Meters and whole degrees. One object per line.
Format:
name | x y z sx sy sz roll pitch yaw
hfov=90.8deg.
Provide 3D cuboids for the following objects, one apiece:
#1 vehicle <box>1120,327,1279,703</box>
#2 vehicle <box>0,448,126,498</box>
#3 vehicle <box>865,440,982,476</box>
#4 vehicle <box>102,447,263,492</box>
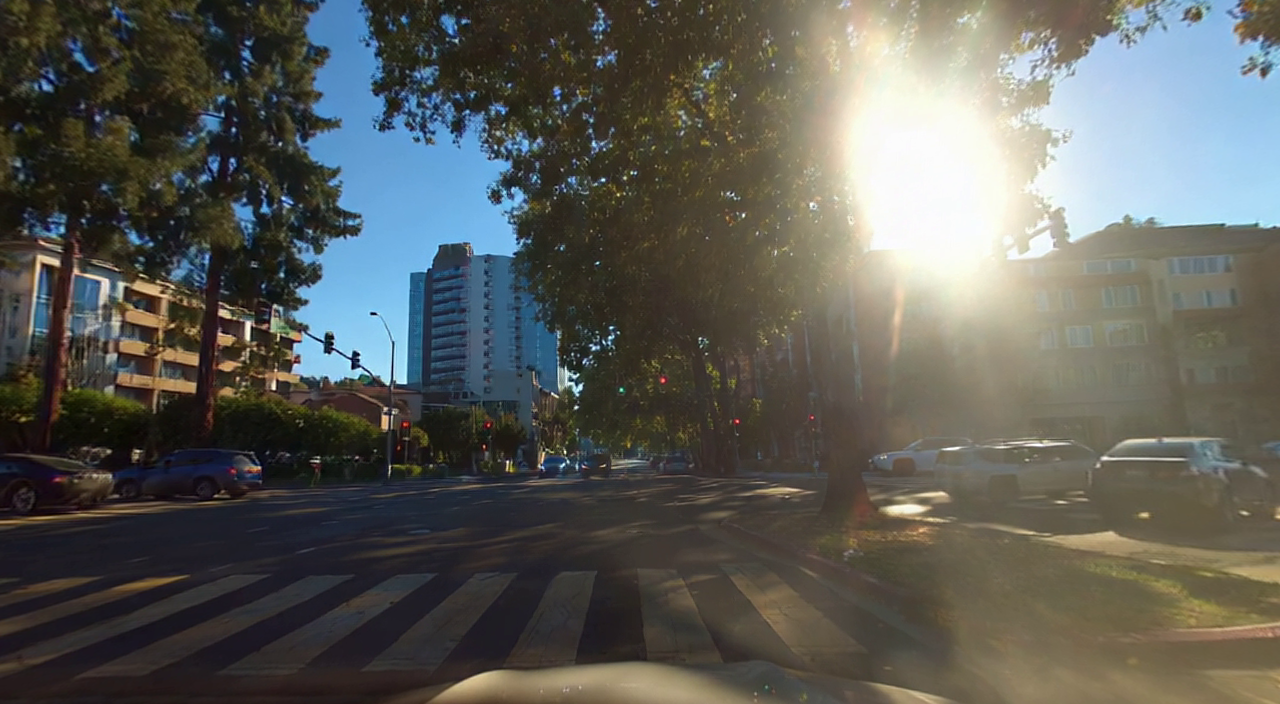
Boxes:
vehicle | 3.171 0.521 0.451 2.227 1.705 4.719 -1 -8 5
vehicle | -22.321 4.416 23.272 4.748 1.727 2.325 0 -8 1
vehicle | 15.645 5.887 35.144 5.220 1.897 2.596 0 -8 0
vehicle | -19.136 4.949 26.660 4.798 1.763 2.536 0 -10 0
